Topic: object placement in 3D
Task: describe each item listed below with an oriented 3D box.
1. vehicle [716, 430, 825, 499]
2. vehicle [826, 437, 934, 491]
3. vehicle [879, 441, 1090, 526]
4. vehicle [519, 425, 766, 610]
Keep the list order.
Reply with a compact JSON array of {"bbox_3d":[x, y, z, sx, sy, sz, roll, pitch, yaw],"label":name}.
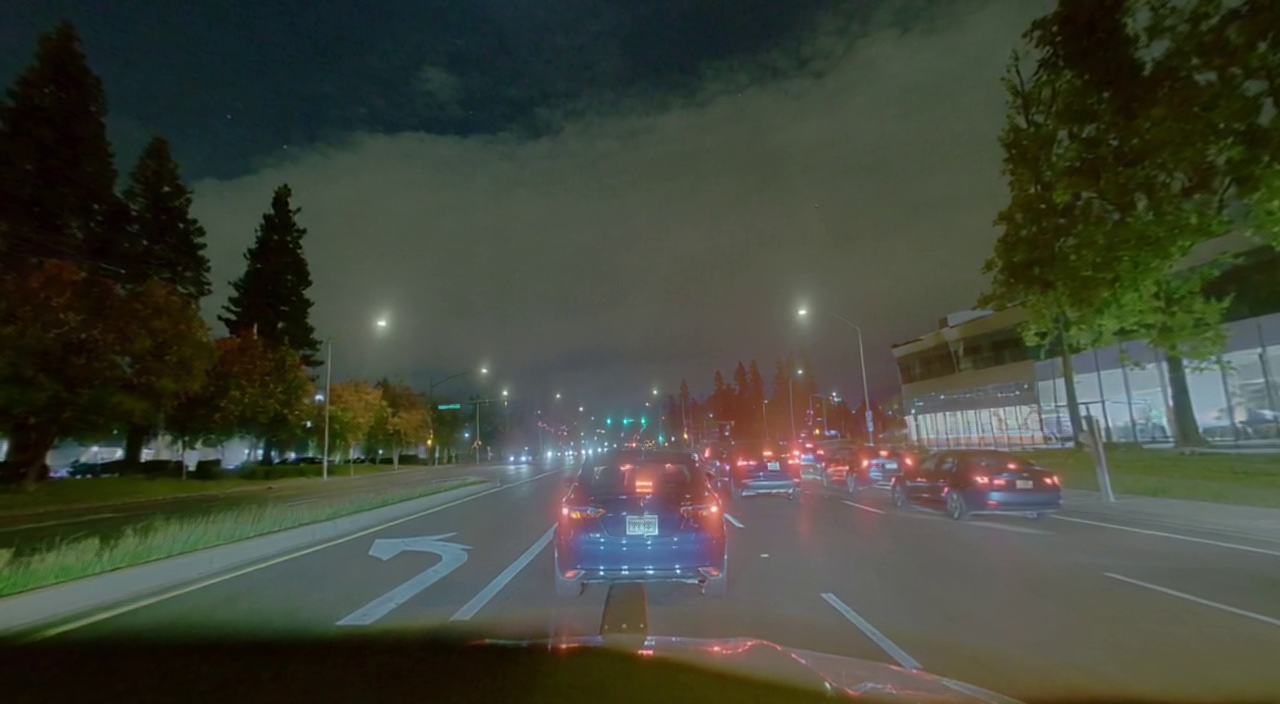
[{"bbox_3d":[3.625,3.229,18.485,2.114,1.736,4.553,0,-8,-1],"label":"vehicle"},{"bbox_3d":[7.968,3.739,21.425,1.963,1.637,4.527,0,-8,1],"label":"vehicle"},{"bbox_3d":[6.869,2.626,13.255,1.911,1.468,4.417,0,-8,0],"label":"vehicle"},{"bbox_3d":[-0.015,1.653,7.319,1.977,1.465,4.376,0,-8,-1],"label":"vehicle"}]
